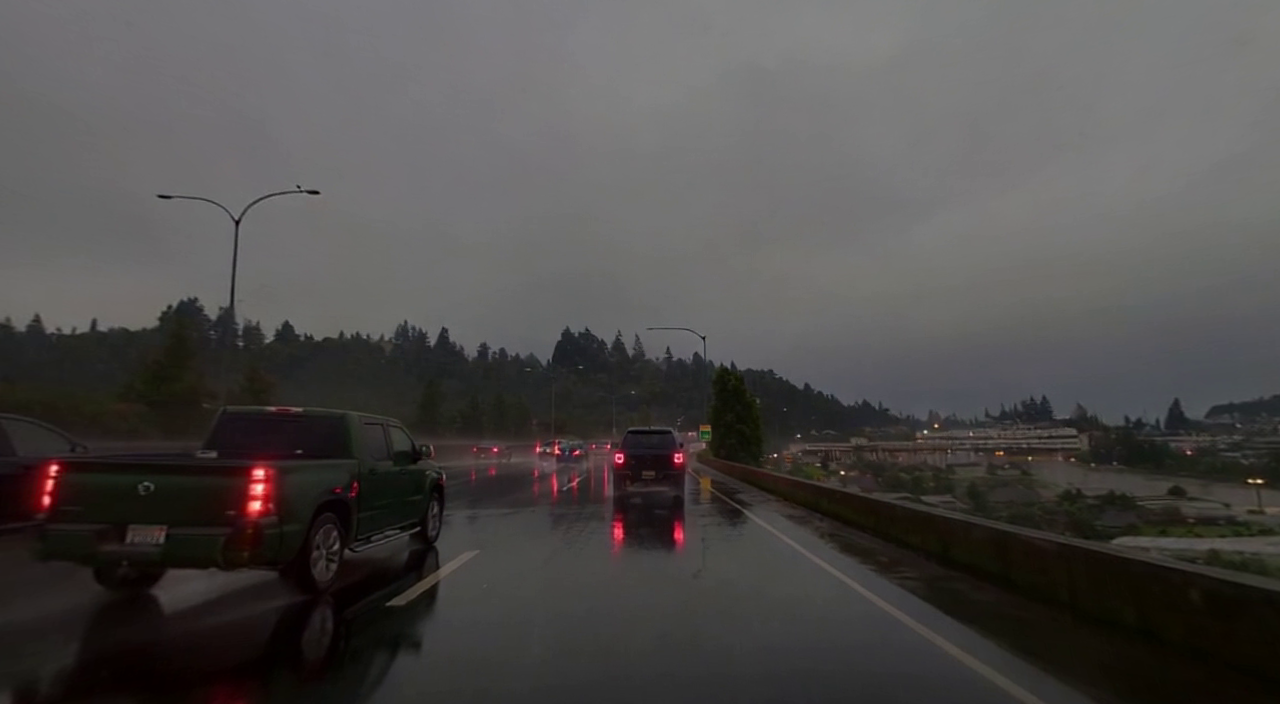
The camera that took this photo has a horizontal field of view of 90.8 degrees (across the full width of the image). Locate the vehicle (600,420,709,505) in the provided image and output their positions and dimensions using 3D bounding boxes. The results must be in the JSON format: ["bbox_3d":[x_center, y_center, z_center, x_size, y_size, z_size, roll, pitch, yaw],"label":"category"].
[{"bbox_3d":[0.374,2.612,15.246,2.235,1.716,4.435,-1,-9,2],"label":"vehicle"}]

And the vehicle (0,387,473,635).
[{"bbox_3d":[-3.486,1.419,6.605,2.076,1.688,4.334,-1,-9,3],"label":"vehicle"}]

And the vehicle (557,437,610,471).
[{"bbox_3d":[-2.572,4.769,29.725,1.868,1.470,4.105,-1,-9,4],"label":"vehicle"}]

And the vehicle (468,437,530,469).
[{"bbox_3d":[-6.926,5.034,31.493,1.856,1.459,4.251,-1,-9,4],"label":"vehicle"}]
